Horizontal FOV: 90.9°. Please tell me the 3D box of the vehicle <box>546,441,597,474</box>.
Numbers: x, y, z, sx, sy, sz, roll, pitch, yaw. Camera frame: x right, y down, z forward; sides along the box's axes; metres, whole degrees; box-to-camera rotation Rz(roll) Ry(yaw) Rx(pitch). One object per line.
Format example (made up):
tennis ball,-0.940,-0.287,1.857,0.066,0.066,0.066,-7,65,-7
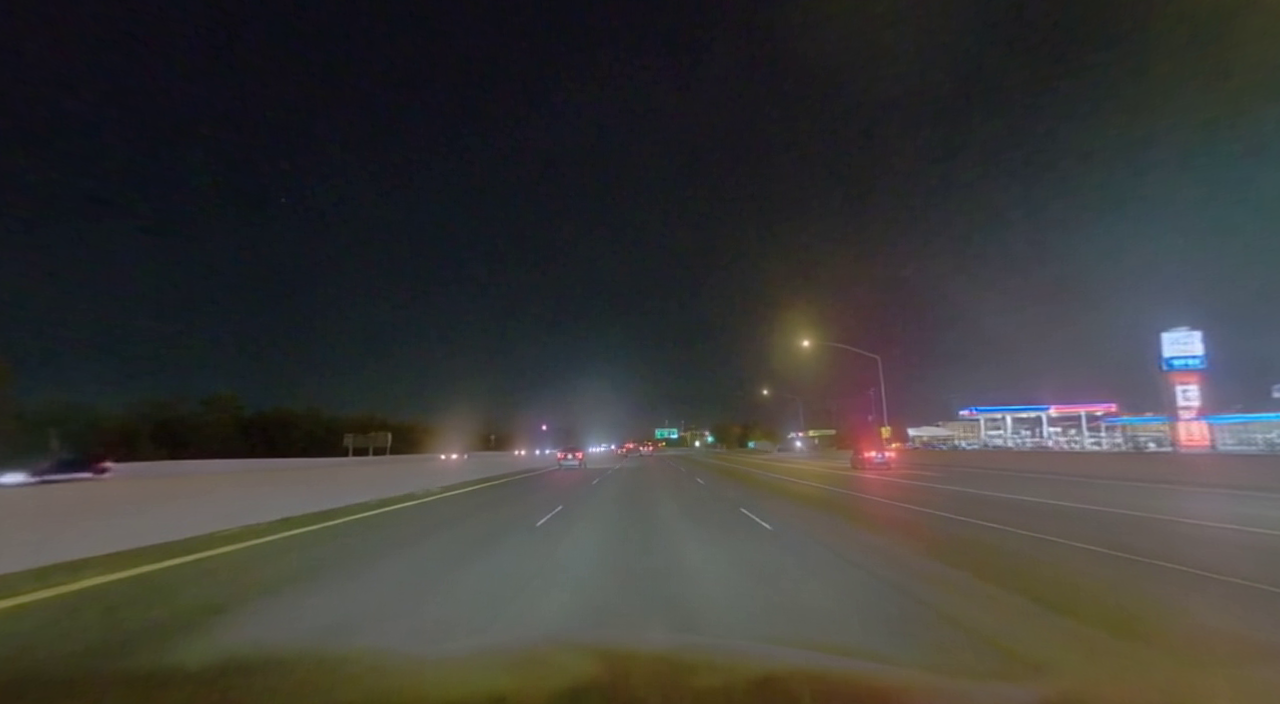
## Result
vehicle,-3.420,5.355,32.260,2.114,1.510,4.186,-1,-8,1
